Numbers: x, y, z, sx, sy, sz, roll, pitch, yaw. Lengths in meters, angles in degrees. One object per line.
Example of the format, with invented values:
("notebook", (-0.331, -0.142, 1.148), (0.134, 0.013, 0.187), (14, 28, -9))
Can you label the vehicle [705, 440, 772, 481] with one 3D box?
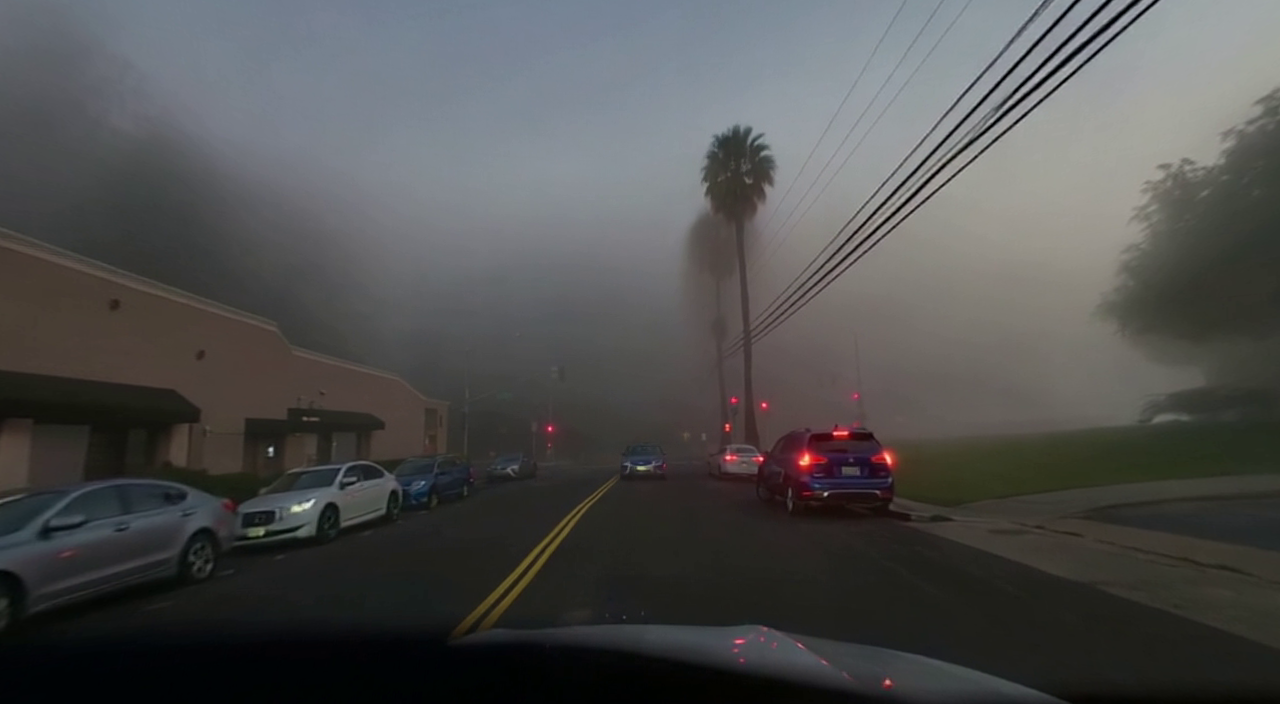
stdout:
("vehicle", (3.711, 4.148, 24.504), (1.821, 1.417, 4.454), (0, -8, 0))

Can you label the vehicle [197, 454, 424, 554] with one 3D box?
("vehicle", (-6.089, 2.821, 12.473), (1.874, 1.472, 4.668), (0, -8, 1))

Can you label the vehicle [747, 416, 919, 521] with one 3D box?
("vehicle", (3.753, 2.378, 13.474), (2.099, 1.786, 5.198), (0, -8, 1))

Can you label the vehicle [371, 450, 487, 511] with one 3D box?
("vehicle", (-6.048, 3.699, 18.674), (1.850, 1.482, 4.454), (0, -8, 1))

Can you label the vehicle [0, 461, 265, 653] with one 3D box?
("vehicle", (-6.209, 1.956, 6.552), (1.810, 1.489, 4.336), (-1, -8, 3))

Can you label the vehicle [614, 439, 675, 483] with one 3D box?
("vehicle", (0.129, 3.995, 23.440), (2.060, 1.452, 4.078), (0, -8, 0))
